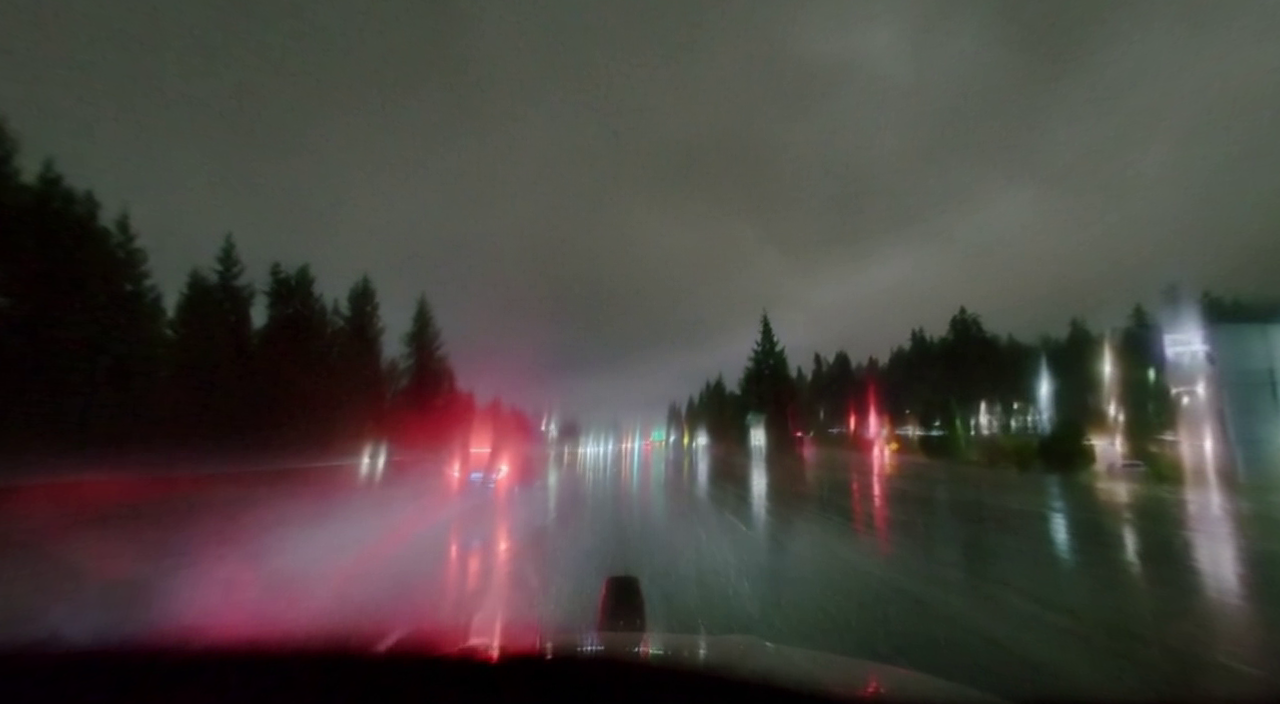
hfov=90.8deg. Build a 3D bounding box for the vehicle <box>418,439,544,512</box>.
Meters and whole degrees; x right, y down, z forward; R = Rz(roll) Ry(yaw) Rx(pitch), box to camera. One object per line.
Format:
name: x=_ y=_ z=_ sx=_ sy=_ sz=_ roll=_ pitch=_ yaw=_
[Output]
vehicle: x=-3.688 y=2.950 z=15.513 sx=1.979 sy=1.521 sz=4.147 roll=0 pitch=-9 yaw=1
